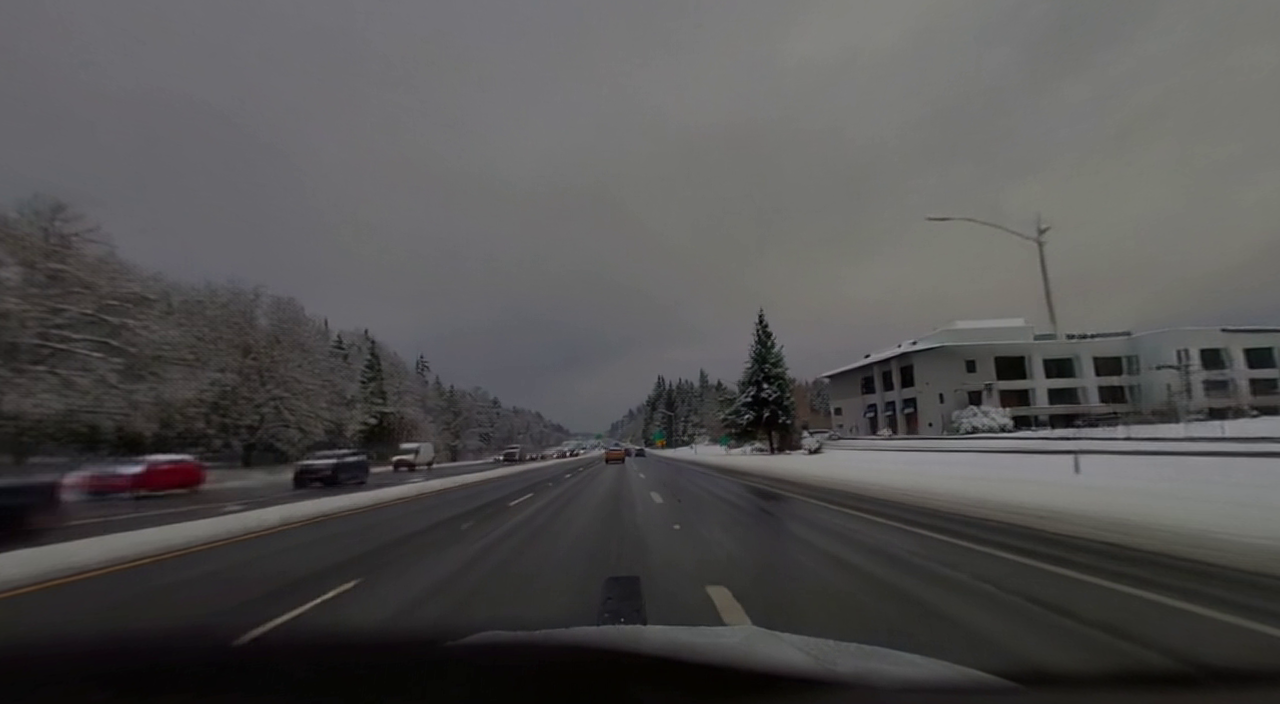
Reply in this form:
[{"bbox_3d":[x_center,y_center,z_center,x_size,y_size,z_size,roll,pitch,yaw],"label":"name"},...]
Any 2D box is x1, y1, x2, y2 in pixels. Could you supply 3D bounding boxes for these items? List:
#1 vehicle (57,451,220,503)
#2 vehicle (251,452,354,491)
[{"bbox_3d":[-17.295,4.288,22.113,1.901,1.605,4.654,0,-9,-1],"label":"vehicle"},{"bbox_3d":[-13.560,4.798,25.648,1.868,1.426,4.366,0,-9,-1],"label":"vehicle"}]
